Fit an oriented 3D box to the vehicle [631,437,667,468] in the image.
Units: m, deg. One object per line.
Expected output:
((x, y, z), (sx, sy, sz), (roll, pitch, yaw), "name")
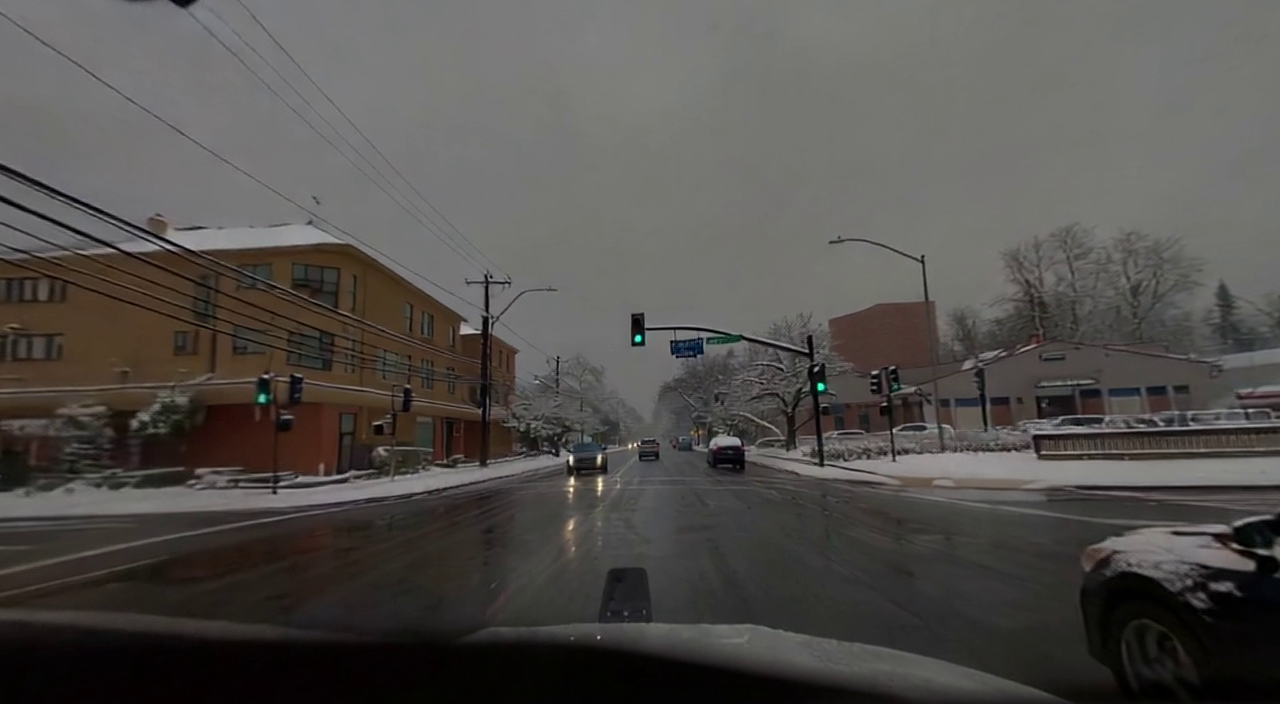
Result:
((0.543, 6.256, 39.381), (2.118, 1.813, 4.326), (0, -9, 0), "vehicle")

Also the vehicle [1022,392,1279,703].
((3.238, 0.731, 1.172), (2.072, 1.471, 4.834), (0, -9, 1), "vehicle")

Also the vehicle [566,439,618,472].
((-2.874, 6.339, 38.936), (2.666, 1.885, 5.029), (0, -9, 1), "vehicle")

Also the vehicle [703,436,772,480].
((3.745, 4.156, 25.051), (2.035, 1.564, 4.719), (0, -9, 1), "vehicle")
